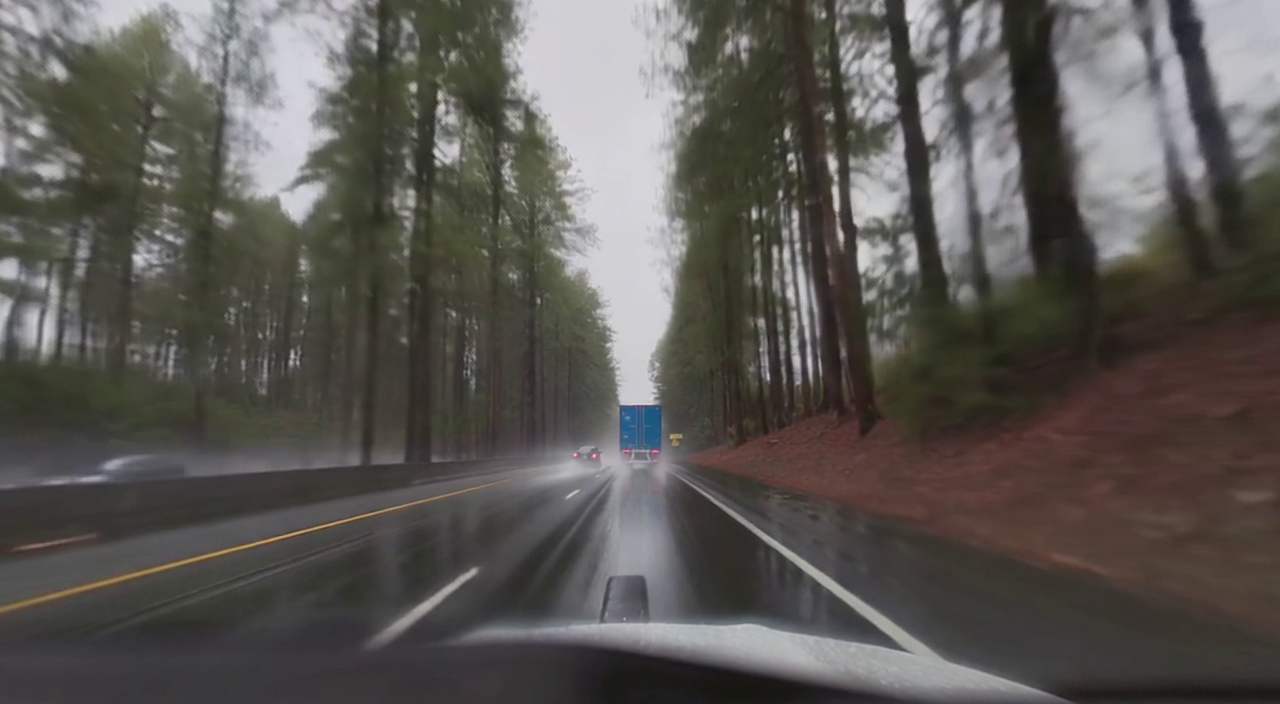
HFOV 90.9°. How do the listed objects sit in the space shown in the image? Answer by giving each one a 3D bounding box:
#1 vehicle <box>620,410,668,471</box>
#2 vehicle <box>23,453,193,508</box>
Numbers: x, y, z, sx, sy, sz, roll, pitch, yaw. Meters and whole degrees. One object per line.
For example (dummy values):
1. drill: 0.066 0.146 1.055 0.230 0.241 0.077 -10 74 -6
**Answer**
1. vehicle: 0.233 6.955 49.322 3.320 4.173 11.889 0 -8 -1
2. vehicle: -16.617 3.987 20.037 1.799 1.500 4.126 0 -8 -1
